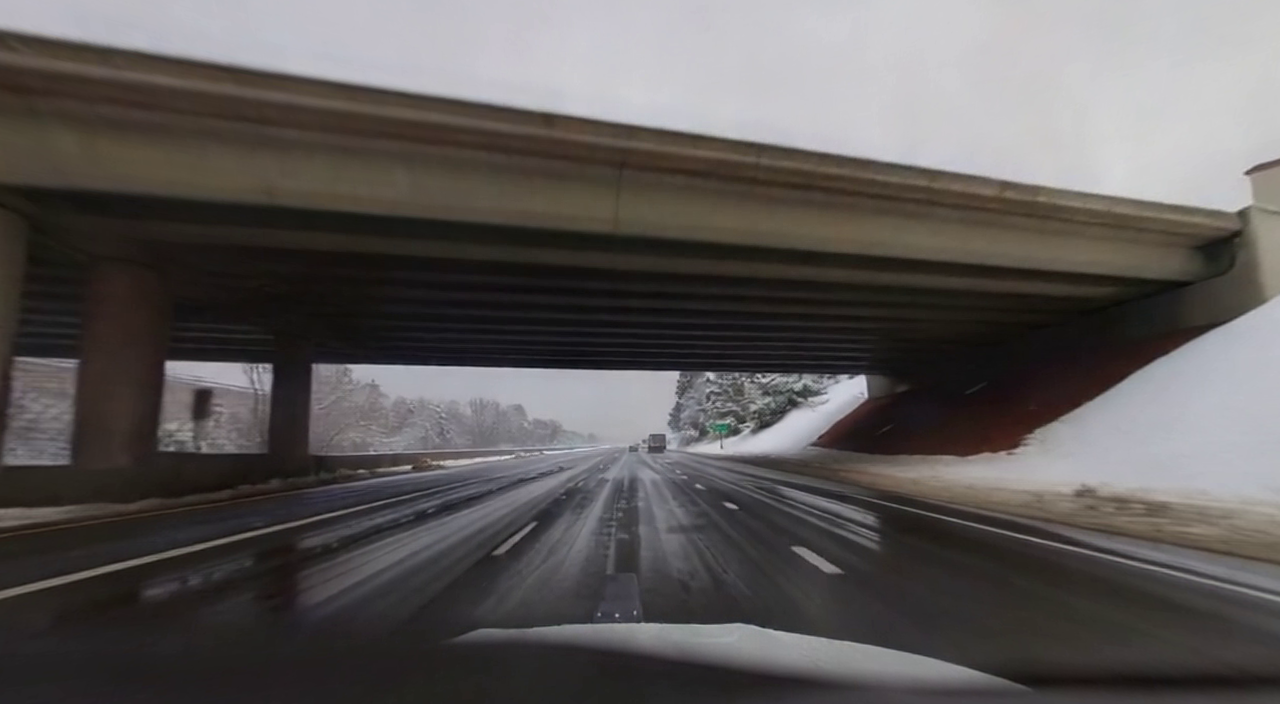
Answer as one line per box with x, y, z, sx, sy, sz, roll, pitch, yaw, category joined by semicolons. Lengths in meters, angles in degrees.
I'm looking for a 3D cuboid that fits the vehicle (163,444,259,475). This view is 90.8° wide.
-24.770;6.197;36.739;1.935;1.653;5.201;0;-8;0;vehicle
